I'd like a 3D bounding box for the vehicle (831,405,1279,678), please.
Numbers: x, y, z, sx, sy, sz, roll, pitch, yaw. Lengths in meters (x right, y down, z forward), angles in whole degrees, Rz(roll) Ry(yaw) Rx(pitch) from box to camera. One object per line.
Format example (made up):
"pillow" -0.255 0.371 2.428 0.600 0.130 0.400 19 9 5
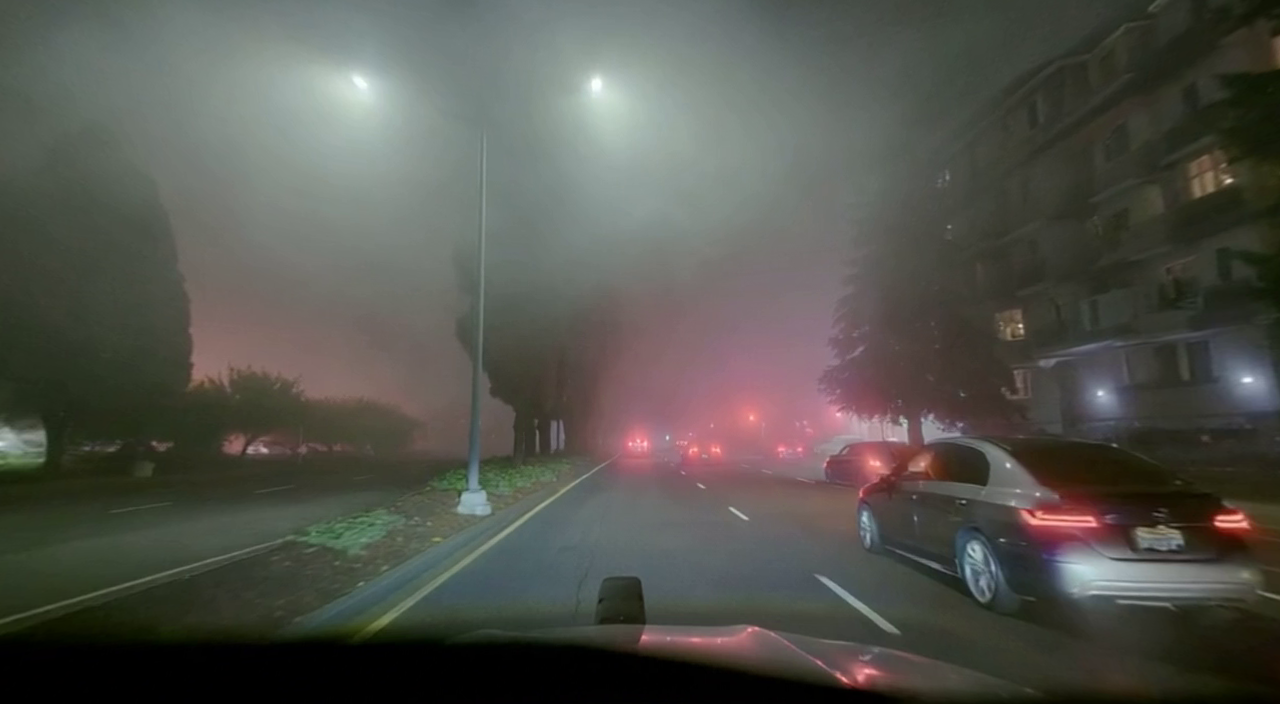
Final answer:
"vehicle" 3.371 1.344 5.597 2.034 1.496 4.040 0 -8 -1

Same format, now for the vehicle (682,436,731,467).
"vehicle" 3.442 5.230 33.521 1.953 1.514 4.672 0 -8 -2

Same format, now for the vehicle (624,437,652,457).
"vehicle" -0.195 7.478 49.796 2.095 1.456 3.873 0 -8 -1
